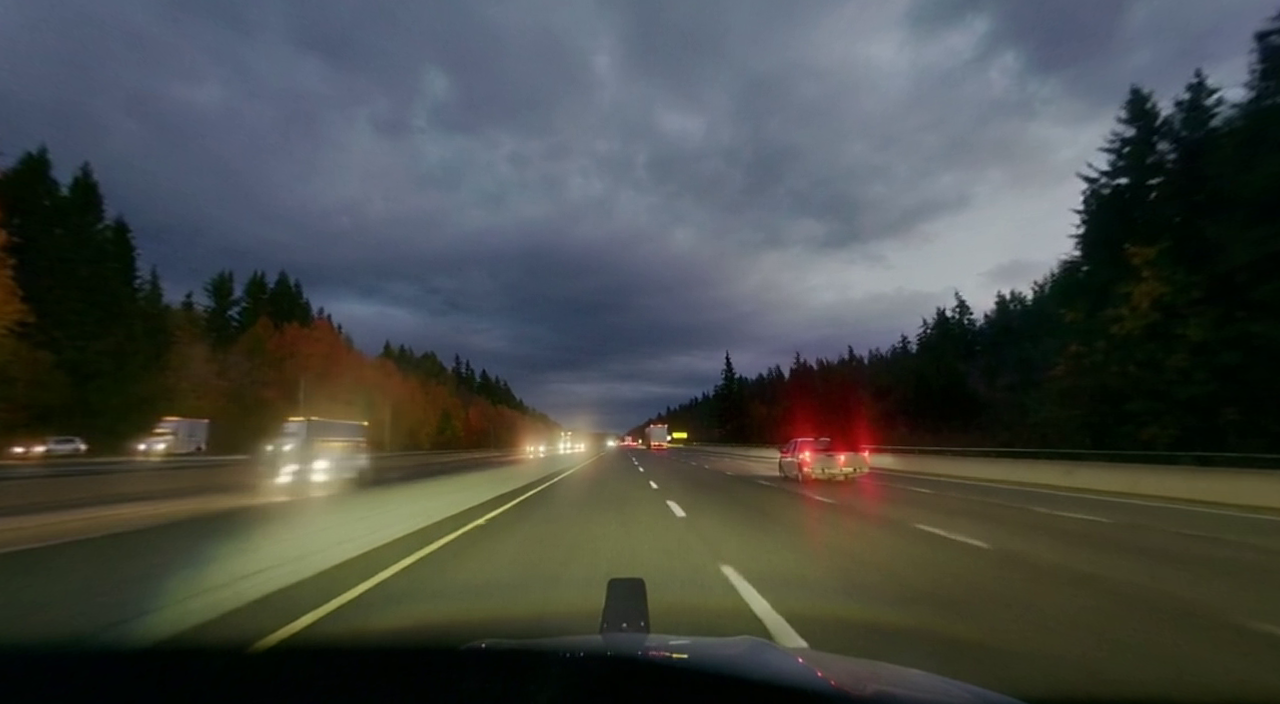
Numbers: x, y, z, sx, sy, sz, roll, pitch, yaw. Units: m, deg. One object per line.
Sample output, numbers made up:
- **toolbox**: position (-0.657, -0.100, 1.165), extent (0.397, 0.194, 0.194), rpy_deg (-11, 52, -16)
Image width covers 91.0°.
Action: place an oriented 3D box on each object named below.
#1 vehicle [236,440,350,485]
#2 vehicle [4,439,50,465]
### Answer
- **vehicle**: position (-13.640, 4.334, 25.084), extent (2.033, 1.623, 4.498), rpy_deg (0, -8, -1)
- **vehicle**: position (-46.982, 7.633, 48.177), extent (4.792, 1.890, 2.001), rpy_deg (-7, -11, 41)
